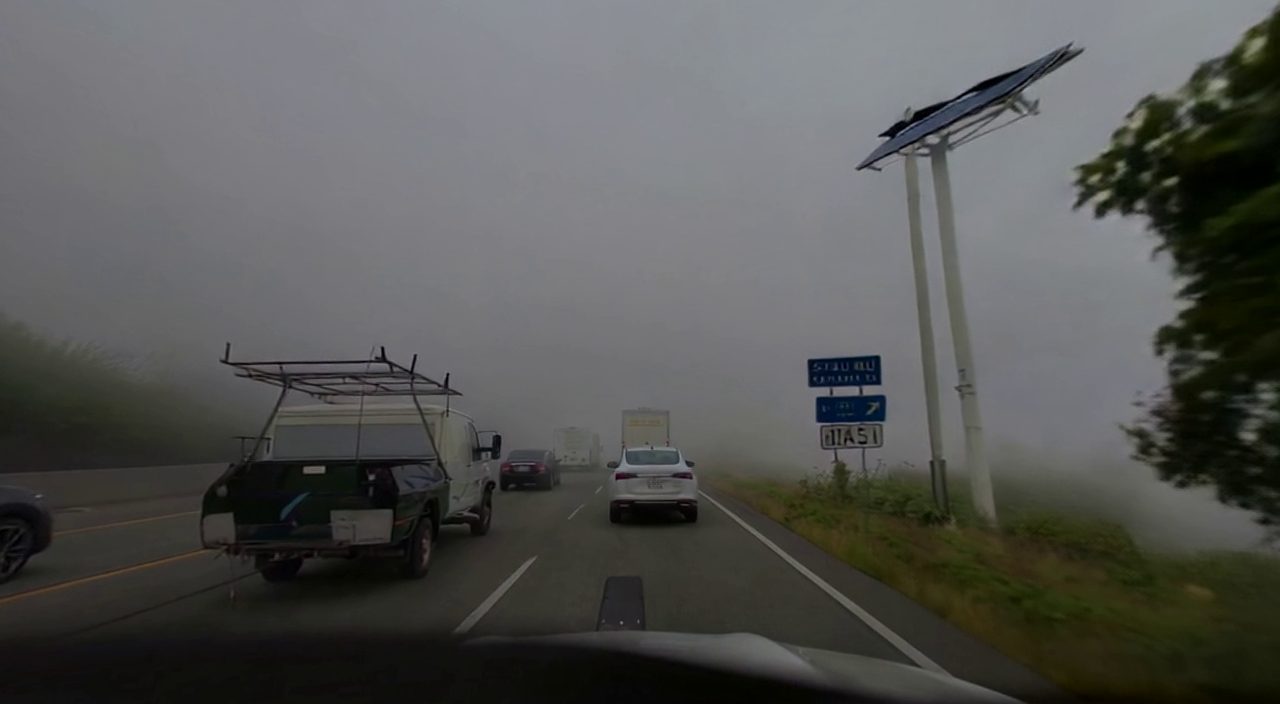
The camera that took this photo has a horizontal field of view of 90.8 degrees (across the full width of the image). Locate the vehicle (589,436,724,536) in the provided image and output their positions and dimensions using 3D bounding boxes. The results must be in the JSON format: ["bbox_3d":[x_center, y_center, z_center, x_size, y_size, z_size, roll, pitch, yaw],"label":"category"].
[{"bbox_3d":[0.227,2.318,11.418,2.063,1.507,3.488,0,-9,-1],"label":"vehicle"}]

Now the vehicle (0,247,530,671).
[{"bbox_3d":[-3.070,1.151,7.487,2.289,2.757,6.726,0,-9,0],"label":"vehicle"}]

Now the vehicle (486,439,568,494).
[{"bbox_3d":[-3.609,3.742,20.870,1.963,1.627,3.849,0,-9,0],"label":"vehicle"}]
